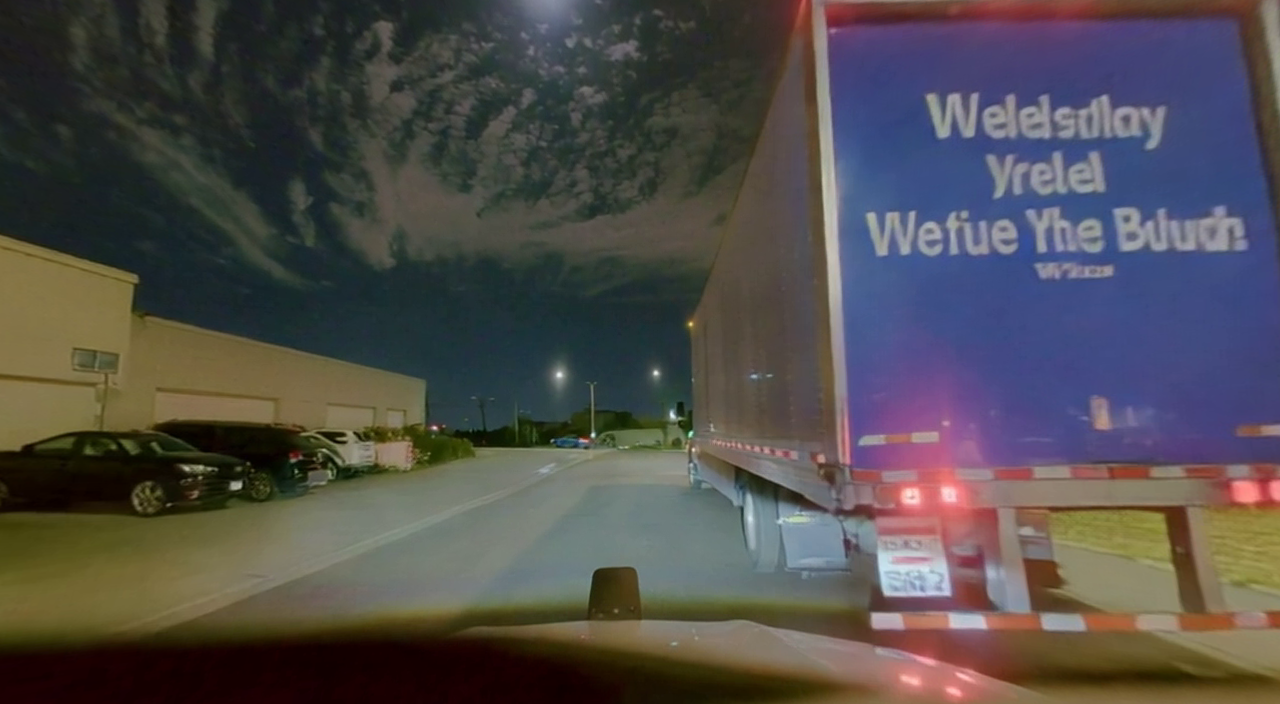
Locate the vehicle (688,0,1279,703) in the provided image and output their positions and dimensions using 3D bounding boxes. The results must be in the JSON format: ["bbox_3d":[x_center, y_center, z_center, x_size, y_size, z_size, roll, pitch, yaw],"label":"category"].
[{"bbox_3d":[2.618,0.660,9.950,2.865,4.113,14.471,0,-8,1],"label":"vehicle"}]

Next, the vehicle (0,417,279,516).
[{"bbox_3d":[-8.573,1.838,10.405,4.015,1.461,1.903,0,-8,-3],"label":"vehicle"}]
